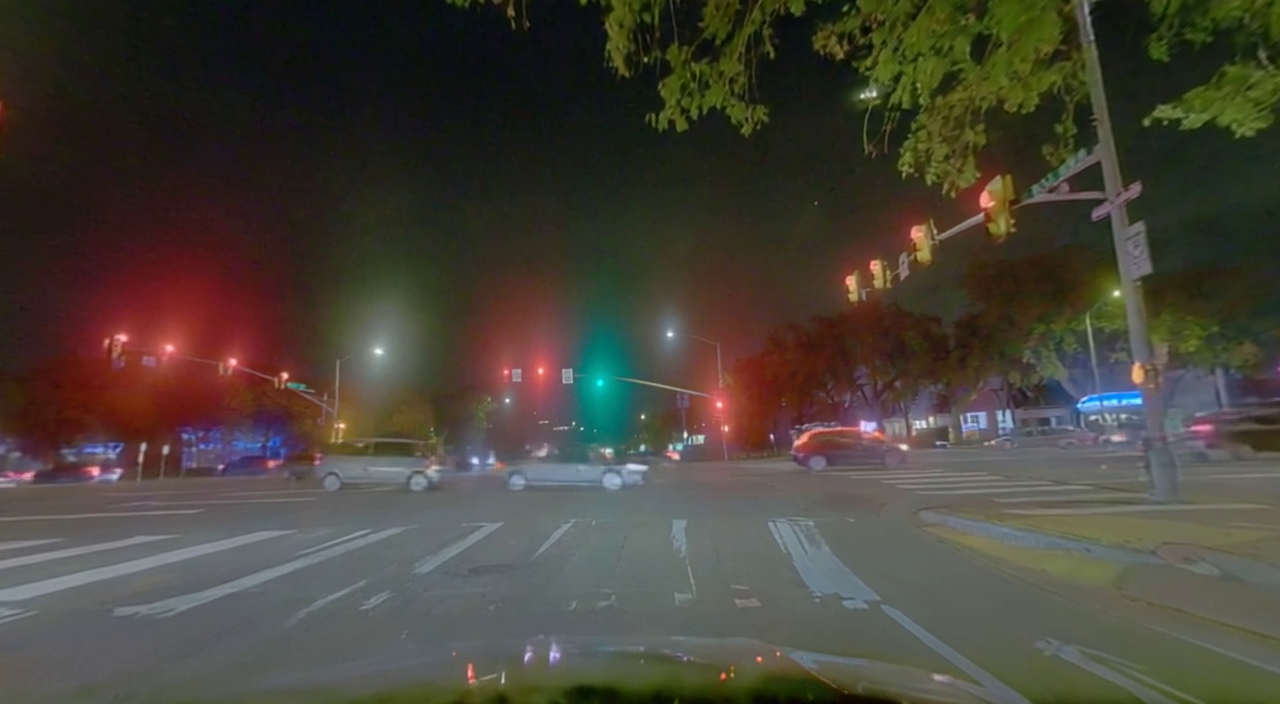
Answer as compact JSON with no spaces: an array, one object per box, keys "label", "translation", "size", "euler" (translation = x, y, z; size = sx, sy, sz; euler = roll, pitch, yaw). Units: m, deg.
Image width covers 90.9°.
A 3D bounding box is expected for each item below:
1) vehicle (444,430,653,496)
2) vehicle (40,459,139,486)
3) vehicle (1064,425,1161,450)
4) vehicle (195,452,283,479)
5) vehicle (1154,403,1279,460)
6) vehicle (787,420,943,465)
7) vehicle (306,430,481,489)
[{"label":"vehicle","translation":[-2.125,2.703,15.442],"size":[4.715,1.472,1.905],"euler":[-1,-9,6]},{"label":"vehicle","translation":[-33.220,7.268,38.084],"size":[4.459,1.477,1.754],"euler":[-1,-9,5]},{"label":"vehicle","translation":[29.027,5.292,38.809],"size":[4.377,1.491,1.734],"euler":[-1,-9,7]},{"label":"vehicle","translation":[-28.314,8.026,44.622],"size":[4.939,1.770,2.001],"euler":[-1,-9,5]},{"label":"vehicle","translation":[17.474,2.214,17.526],"size":[4.494,1.491,1.906],"euler":[-1,-9,6]},{"label":"vehicle","translation":[7.787,3.203,22.253],"size":[4.793,1.473,1.878],"euler":[-1,-9,7]},{"label":"vehicle","translation":[-7.741,3.411,20.164],"size":[4.673,1.740,2.150],"euler":[-1,-9,6]}]
